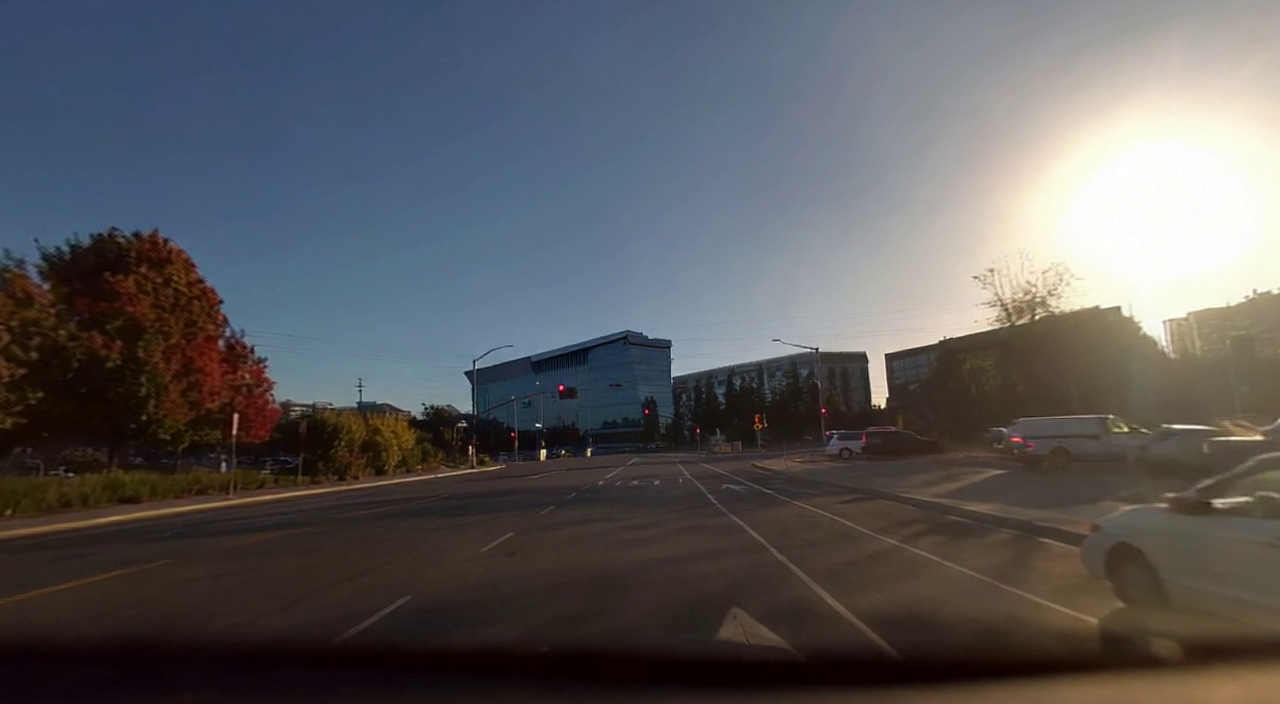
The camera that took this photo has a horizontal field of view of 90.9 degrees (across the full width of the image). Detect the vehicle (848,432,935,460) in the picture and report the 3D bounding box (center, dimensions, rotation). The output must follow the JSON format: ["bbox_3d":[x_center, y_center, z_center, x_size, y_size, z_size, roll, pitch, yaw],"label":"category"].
[{"bbox_3d":[14.334,5.368,36.129,4.167,1.476,1.871,-1,-8,1],"label":"vehicle"}]

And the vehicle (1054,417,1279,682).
[{"bbox_3d":[4.532,1.025,3.024,2.006,1.448,4.671,0,-8,2],"label":"vehicle"}]
